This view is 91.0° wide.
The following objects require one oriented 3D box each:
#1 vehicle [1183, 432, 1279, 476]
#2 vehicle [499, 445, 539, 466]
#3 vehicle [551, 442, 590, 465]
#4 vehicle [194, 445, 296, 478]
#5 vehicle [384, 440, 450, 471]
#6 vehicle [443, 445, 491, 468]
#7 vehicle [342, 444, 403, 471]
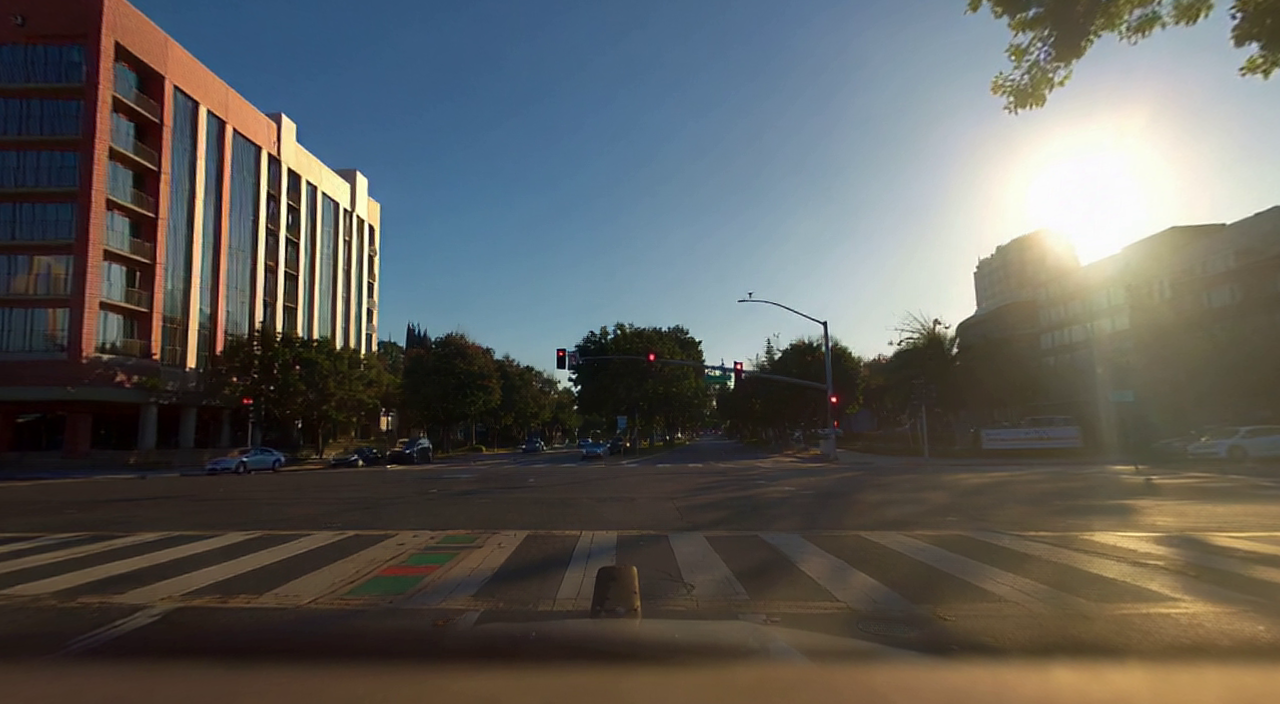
[{"bbox_3d":[22.307,3.581,22.246,4.474,1.477,1.908,0,-9,-2],"label":"vehicle"},{"bbox_3d":[-8.115,7.004,42.605,1.910,1.321,3.692,0,-9,2],"label":"vehicle"},{"bbox_3d":[-4.551,6.711,41.673,1.954,1.431,4.050,0,-9,2],"label":"vehicle"},{"bbox_3d":[-23.289,6.437,37.329,2.032,1.839,4.884,-3,-9,16],"label":"vehicle"},{"bbox_3d":[-15.151,7.035,43.151,2.340,1.946,5.450,0,-9,2],"label":"vehicle"},{"bbox_3d":[-11.657,7.072,42.685,1.911,1.476,4.297,-1,-9,2],"label":"vehicle"},{"bbox_3d":[-18.585,7.348,44.002,2.237,1.801,4.541,0,-9,1],"label":"vehicle"}]
